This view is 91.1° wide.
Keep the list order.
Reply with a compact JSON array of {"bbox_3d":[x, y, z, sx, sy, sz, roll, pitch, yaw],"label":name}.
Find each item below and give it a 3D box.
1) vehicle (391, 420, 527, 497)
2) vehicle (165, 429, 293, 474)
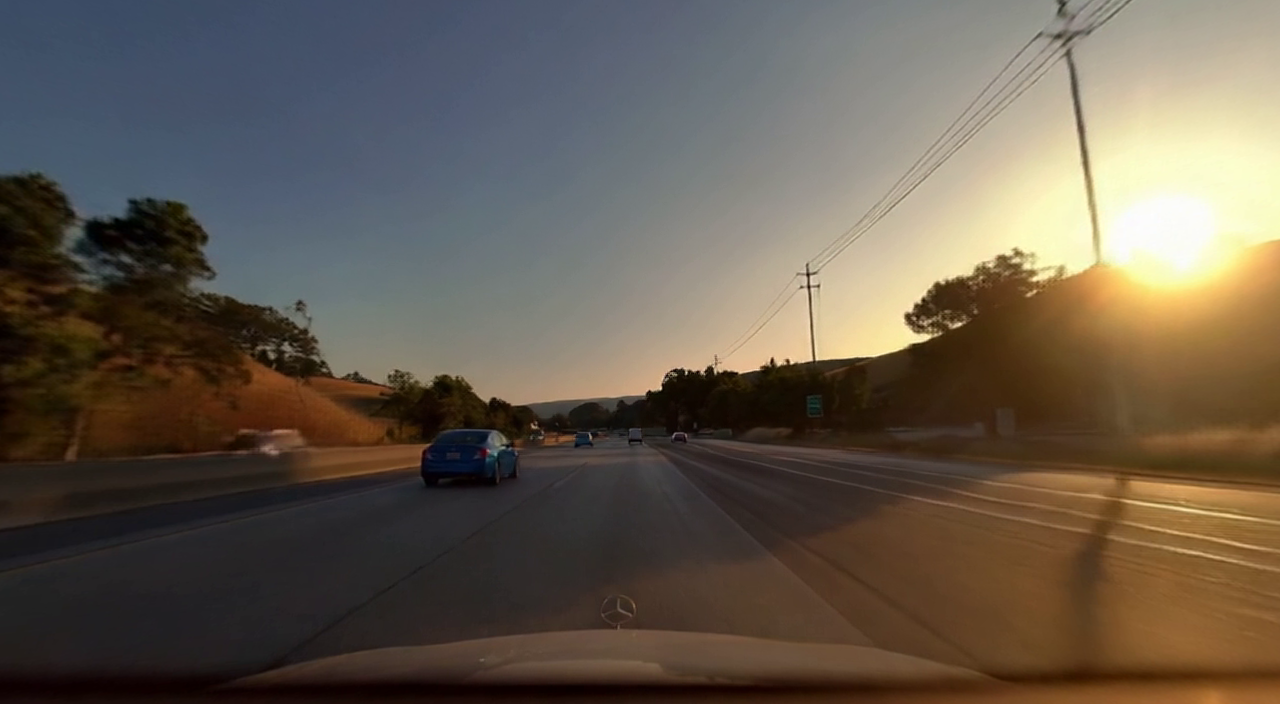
[{"bbox_3d":[-4.130,2.485,15.174,2.023,1.580,4.259,0,-8,0],"label":"vehicle"},{"bbox_3d":[-16.785,4.053,26.067,2.033,1.673,4.852,0,-8,-1],"label":"vehicle"}]
